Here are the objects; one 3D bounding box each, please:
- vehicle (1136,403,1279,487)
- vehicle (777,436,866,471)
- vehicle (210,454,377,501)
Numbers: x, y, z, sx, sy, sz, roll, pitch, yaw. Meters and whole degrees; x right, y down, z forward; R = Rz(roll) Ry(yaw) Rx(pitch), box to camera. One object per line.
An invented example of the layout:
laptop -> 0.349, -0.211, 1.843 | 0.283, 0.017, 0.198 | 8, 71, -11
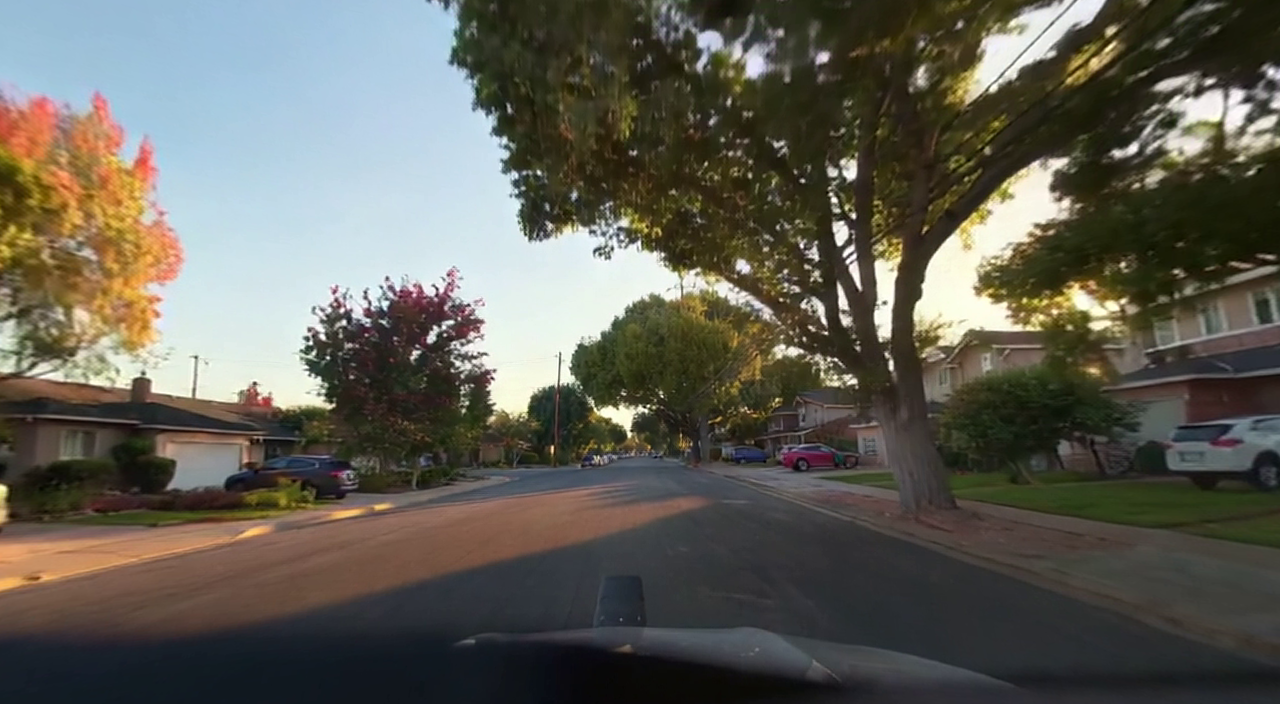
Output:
vehicle -> 14.531, 2.152, 14.502 | 4.373, 1.759, 2.093 | 0, -9, 3
vehicle -> 10.605, 5.964, 37.251 | 4.686, 1.786, 2.019 | -3, -9, 6
vehicle -> -12.536, 4.552, 23.083 | 4.893, 1.567, 2.105 | -1, -9, 5
